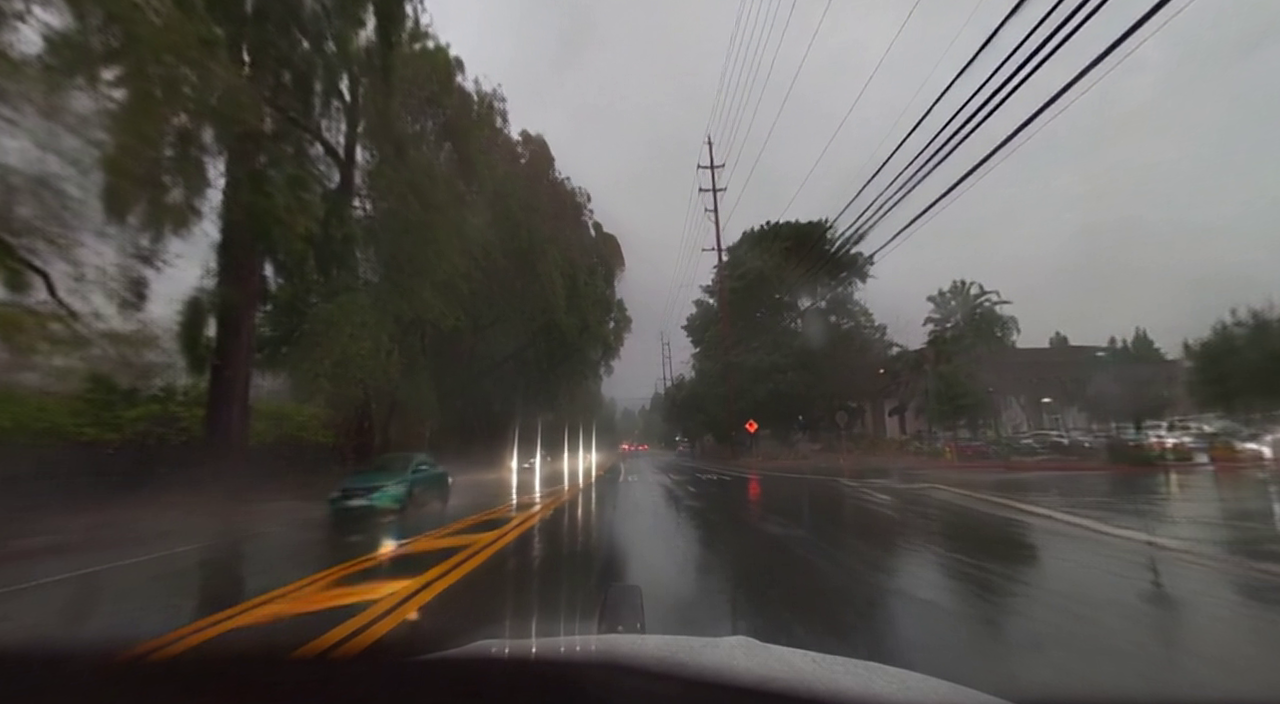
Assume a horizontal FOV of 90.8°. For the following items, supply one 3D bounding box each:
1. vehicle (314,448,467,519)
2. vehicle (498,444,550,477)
[{"bbox_3d":[-5.971,3.173,15.855,2.043,1.484,4.532,0,-9,-1],"label":"vehicle"},{"bbox_3d":[-6.545,6.183,36.231,2.157,1.711,4.460,0,-9,-1],"label":"vehicle"}]
